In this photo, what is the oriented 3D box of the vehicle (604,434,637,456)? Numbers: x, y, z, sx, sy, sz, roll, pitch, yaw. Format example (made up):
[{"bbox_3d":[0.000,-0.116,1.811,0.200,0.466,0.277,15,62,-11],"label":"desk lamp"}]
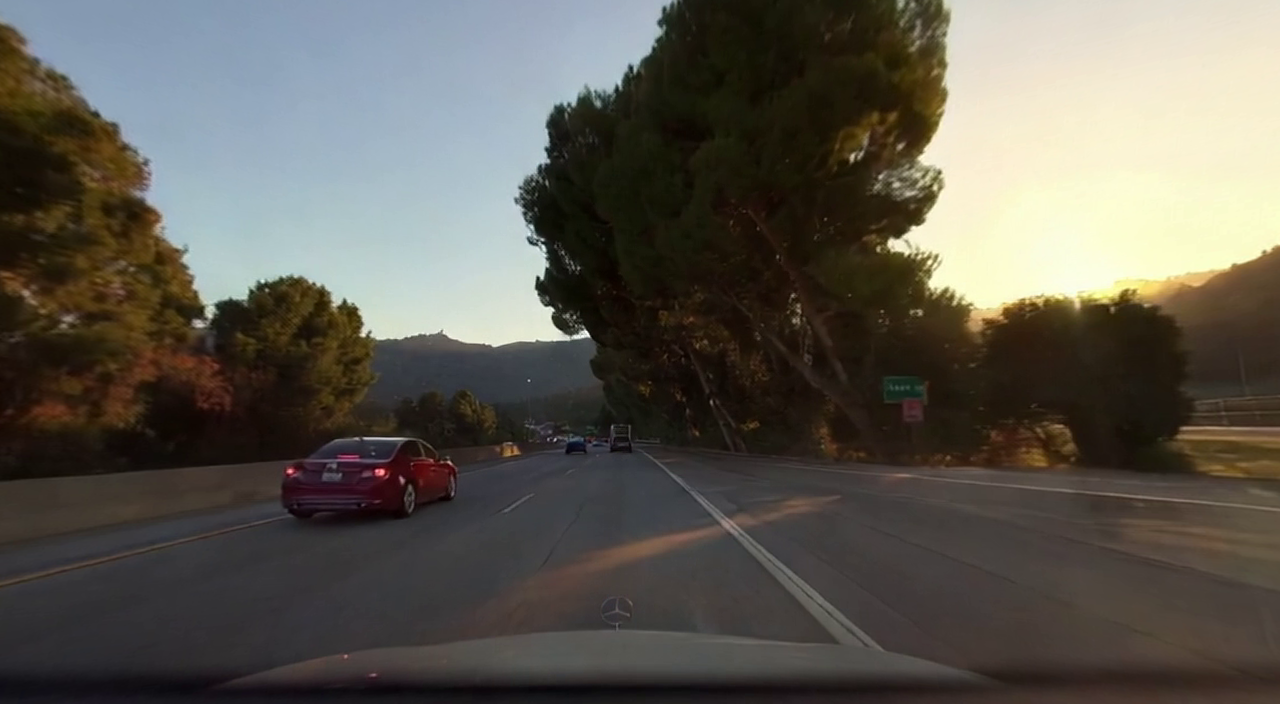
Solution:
[{"bbox_3d":[-1.358,6.532,44.357,2.162,1.460,4.242,0,-8,-2],"label":"vehicle"}]

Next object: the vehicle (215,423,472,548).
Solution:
[{"bbox_3d":[-4.092,1.876,9.634,1.958,1.477,4.121,0,-8,-1],"label":"vehicle"}]
